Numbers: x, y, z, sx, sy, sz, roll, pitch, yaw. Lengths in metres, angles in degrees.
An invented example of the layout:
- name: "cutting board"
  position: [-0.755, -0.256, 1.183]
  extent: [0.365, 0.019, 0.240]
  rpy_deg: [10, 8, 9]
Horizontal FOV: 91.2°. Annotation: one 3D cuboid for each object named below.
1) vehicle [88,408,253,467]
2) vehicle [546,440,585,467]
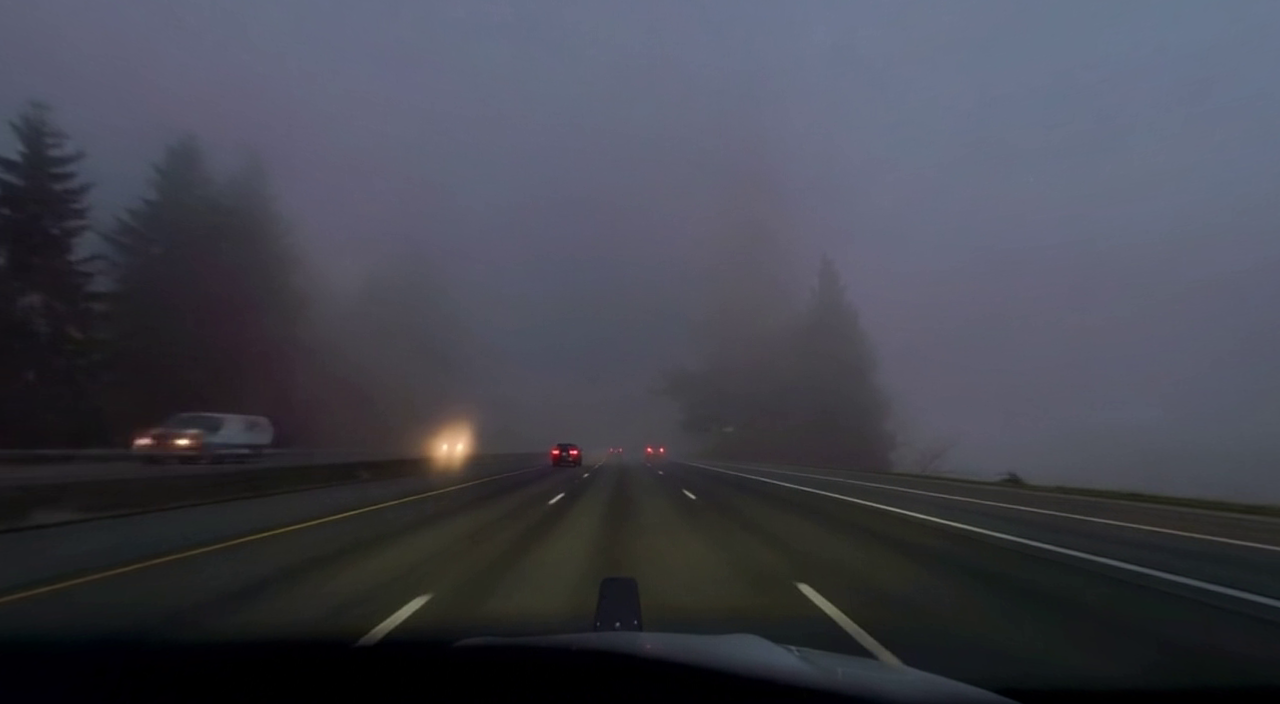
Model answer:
- name: "vehicle"
  position: [-16.969, 3.188, 23.119]
  extent: [2.070, 1.906, 5.188]
  rpy_deg: [0, -9, -1]
- name: "vehicle"
  position: [-4.654, 6.402, 39.742]
  extent: [2.071, 1.615, 3.868]
  rpy_deg: [0, -9, -1]
